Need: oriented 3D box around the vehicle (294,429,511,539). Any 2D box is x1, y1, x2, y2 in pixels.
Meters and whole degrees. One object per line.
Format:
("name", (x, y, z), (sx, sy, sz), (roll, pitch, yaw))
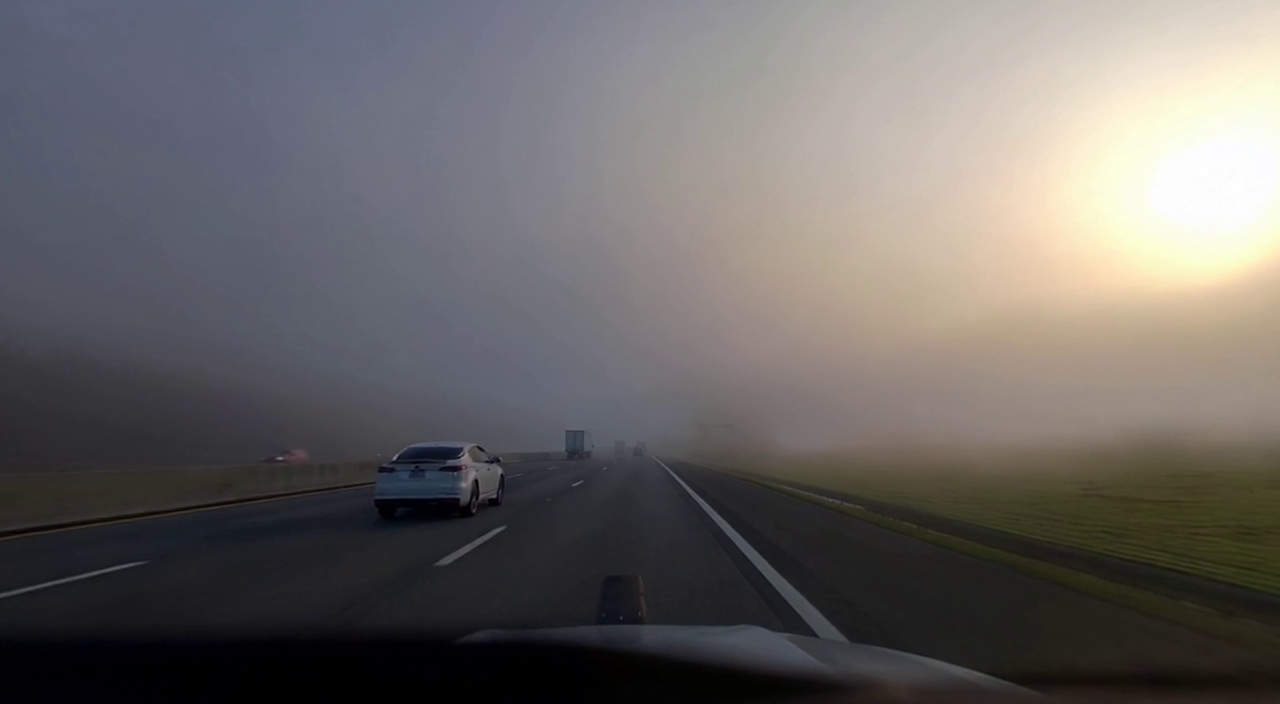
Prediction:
("vehicle", (-3.894, 2.258, 11.461), (2.028, 1.553, 4.820), (0, -9, 1))
